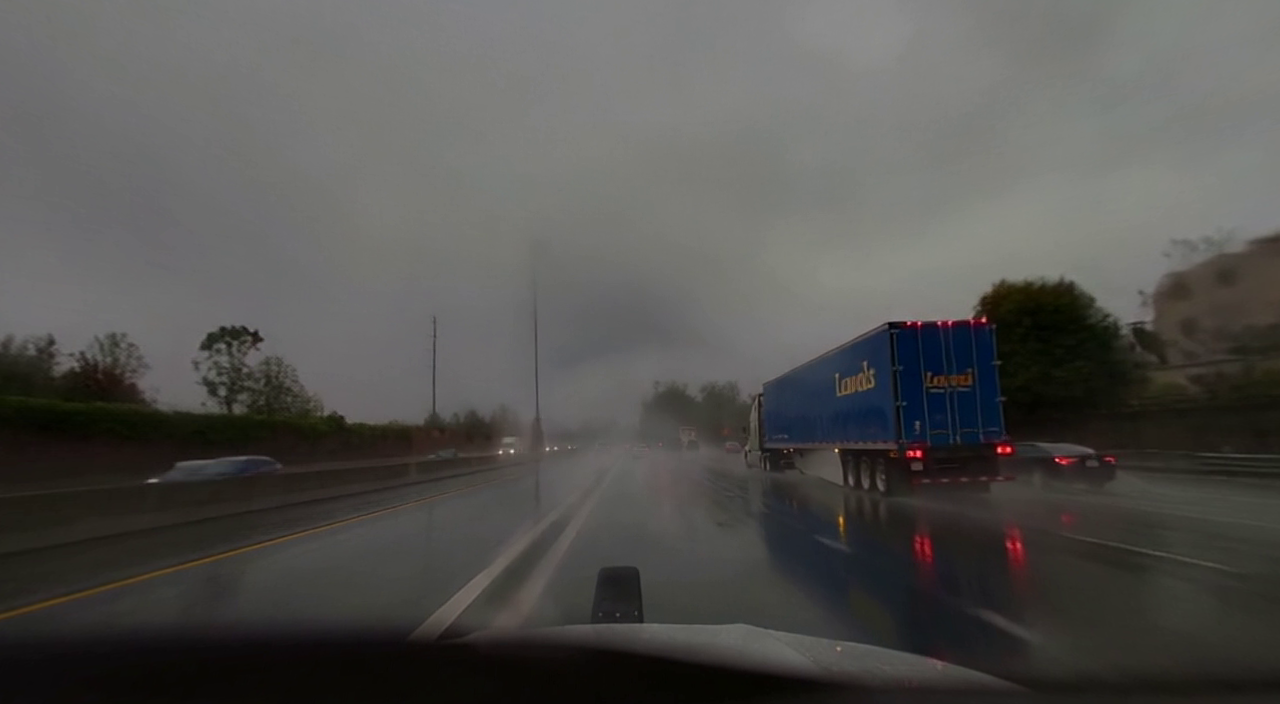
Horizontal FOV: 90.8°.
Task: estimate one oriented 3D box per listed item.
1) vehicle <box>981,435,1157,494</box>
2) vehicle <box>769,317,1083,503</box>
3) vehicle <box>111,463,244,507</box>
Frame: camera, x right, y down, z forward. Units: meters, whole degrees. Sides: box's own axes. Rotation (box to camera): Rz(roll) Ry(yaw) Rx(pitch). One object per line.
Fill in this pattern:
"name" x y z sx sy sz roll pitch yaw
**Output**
"vehicle" 12.064 3.191 18.240 1.862 1.462 4.459 0 -9 -1
"vehicle" 7.992 2.483 22.284 2.892 4.128 16.495 0 -9 -2
"vehicle" -18.641 5.339 25.784 2.023 1.481 4.530 0 -9 -1
